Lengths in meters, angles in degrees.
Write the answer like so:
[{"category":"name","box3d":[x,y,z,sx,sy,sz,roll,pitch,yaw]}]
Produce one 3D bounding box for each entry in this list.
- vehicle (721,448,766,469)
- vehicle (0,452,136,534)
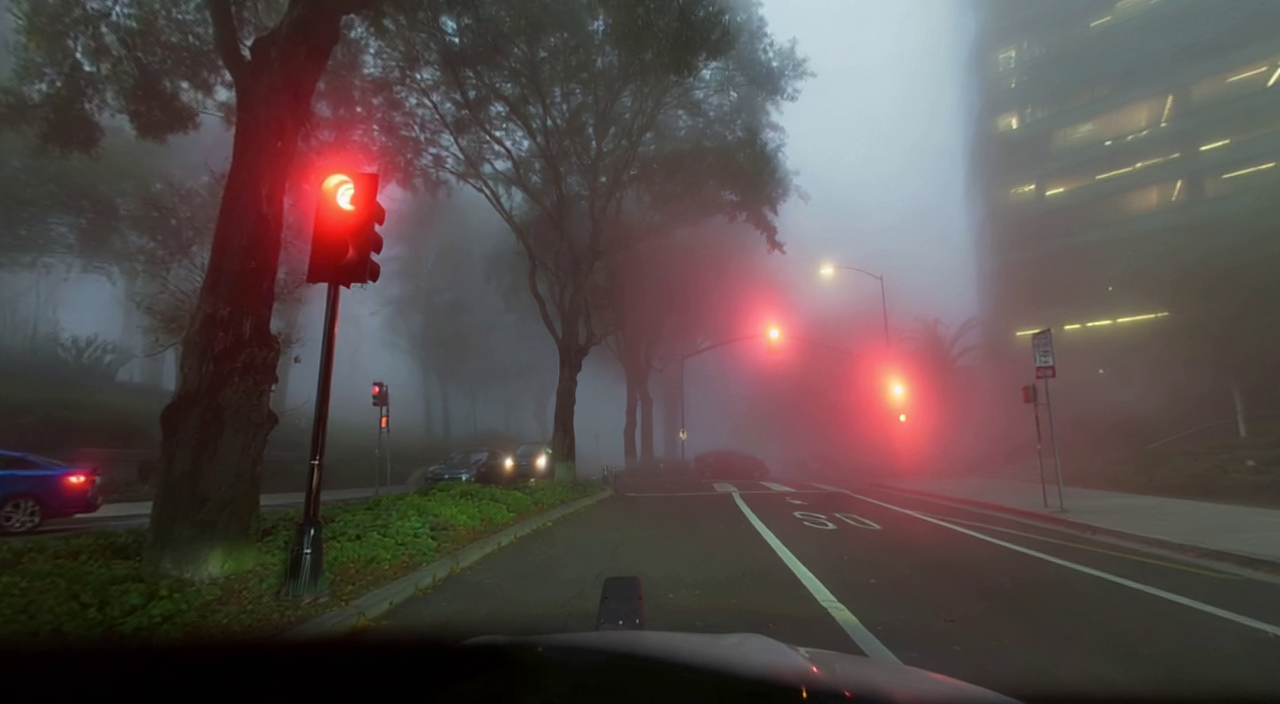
[{"category":"vehicle","box3d":[7.860,8.123,48.415,1.829,1.440,4.384,2,-9,-14]},{"category":"vehicle","box3d":[-12.872,2.717,12.286,4.598,1.490,1.816,7,-11,-40]}]
